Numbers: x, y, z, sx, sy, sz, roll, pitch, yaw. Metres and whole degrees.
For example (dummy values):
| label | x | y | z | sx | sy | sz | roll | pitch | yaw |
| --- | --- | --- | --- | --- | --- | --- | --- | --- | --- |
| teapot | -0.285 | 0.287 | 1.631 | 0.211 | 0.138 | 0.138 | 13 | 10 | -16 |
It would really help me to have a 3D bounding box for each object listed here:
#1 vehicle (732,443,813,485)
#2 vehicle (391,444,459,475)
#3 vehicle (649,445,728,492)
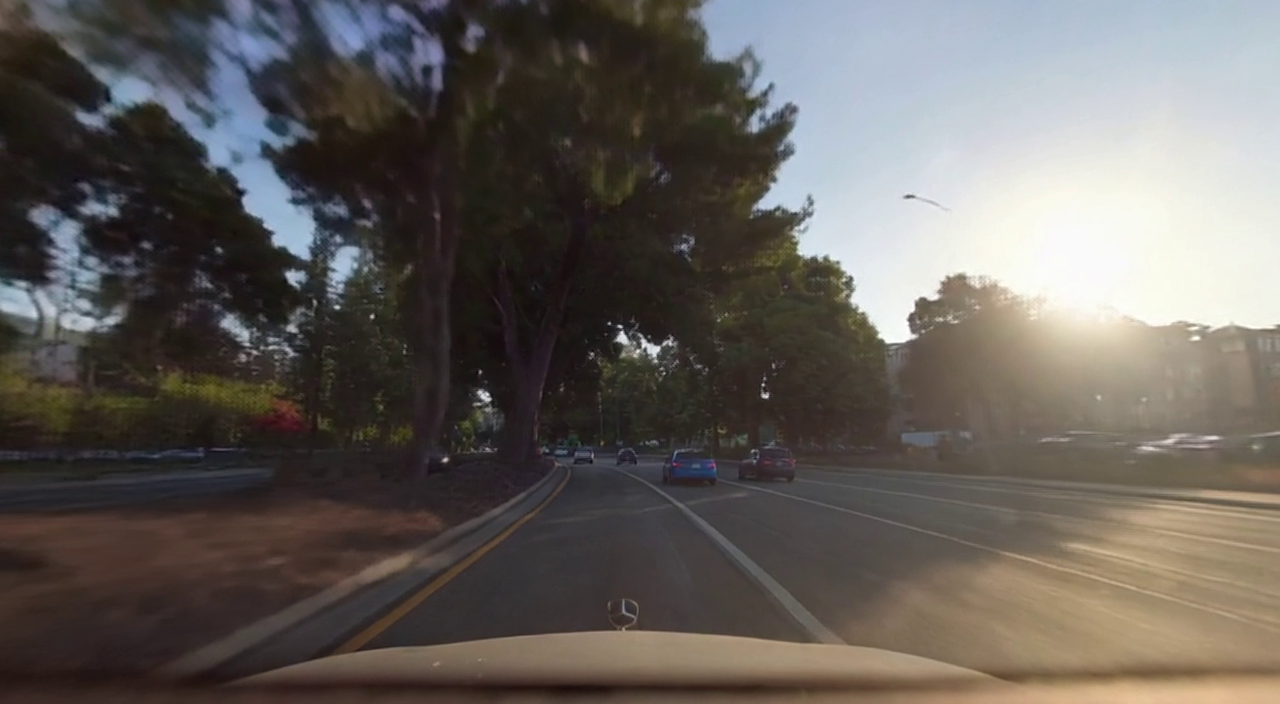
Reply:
| label | x | y | z | sx | sy | sz | roll | pitch | yaw |
| --- | --- | --- | --- | --- | --- | --- | --- | --- | --- |
| vehicle | 5.089 | 4.359 | 24.786 | 1.901 | 1.474 | 4.363 | 1 | -9 | -5 |
| vehicle | -11.041 | 5.544 | 32.754 | 2.149 | 1.477 | 4.783 | 1 | -9 | -4 |
| vehicle | 1.583 | 3.988 | 21.983 | 2.077 | 1.464 | 4.134 | 1 | -9 | -5 |
